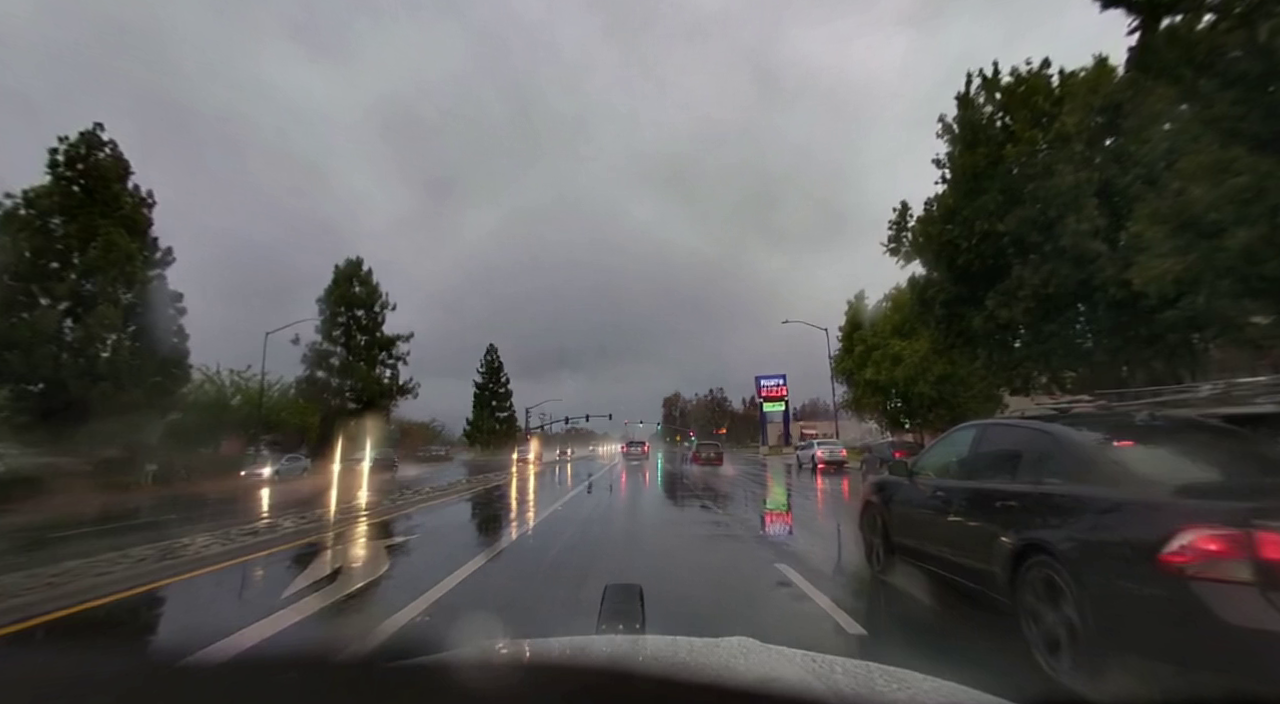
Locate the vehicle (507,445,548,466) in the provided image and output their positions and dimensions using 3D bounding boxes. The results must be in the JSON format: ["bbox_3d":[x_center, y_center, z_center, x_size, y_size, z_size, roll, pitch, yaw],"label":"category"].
[{"bbox_3d":[-8.205,7.583,46.500,2.062,1.499,4.528,0,-8,1],"label":"vehicle"}]

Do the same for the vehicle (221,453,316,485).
[{"bbox_3d":[-20.086,6.332,34.511,2.201,1.561,5.095,0,-8,-1],"label":"vehicle"}]

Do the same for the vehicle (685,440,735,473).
[{"bbox_3d":[3.352,5.119,31.140,1.889,1.473,4.303,0,-8,-1],"label":"vehicle"}]

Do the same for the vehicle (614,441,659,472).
[{"bbox_3d":[-0.190,5.278,32.044,2.135,1.468,4.076,0,-8,0],"label":"vehicle"}]

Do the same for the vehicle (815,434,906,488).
[{"bbox_3d":[7.719,3.833,22.661,2.444,1.700,4.771,-2,-9,12],"label":"vehicle"}]

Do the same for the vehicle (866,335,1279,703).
[{"bbox_3d":[3.102,0.979,3.491,2.022,1.643,4.326,0,-8,-1],"label":"vehicle"}]
